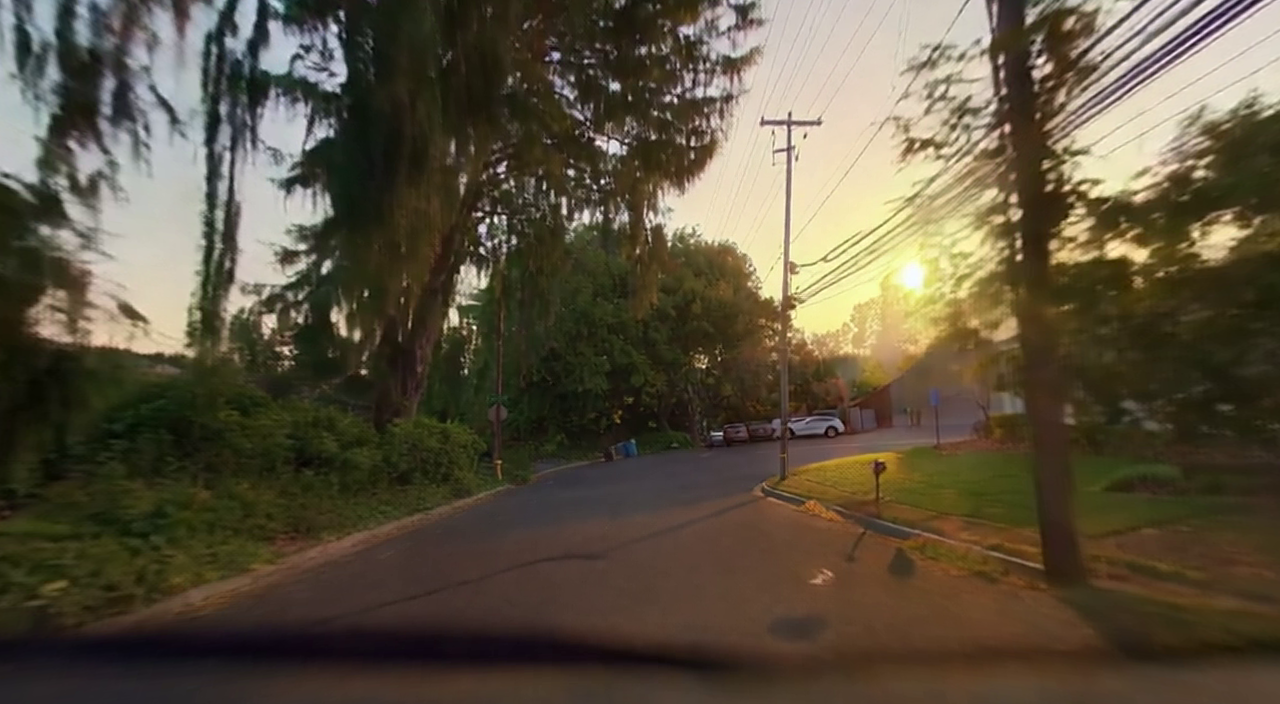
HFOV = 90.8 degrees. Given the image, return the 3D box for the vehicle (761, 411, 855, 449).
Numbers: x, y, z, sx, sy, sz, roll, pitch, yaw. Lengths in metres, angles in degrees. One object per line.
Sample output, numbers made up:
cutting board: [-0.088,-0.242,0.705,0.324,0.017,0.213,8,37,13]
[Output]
vehicle: [9.465,4.436,35.626,4.780,1.984,1.896,3,-9,-20]
